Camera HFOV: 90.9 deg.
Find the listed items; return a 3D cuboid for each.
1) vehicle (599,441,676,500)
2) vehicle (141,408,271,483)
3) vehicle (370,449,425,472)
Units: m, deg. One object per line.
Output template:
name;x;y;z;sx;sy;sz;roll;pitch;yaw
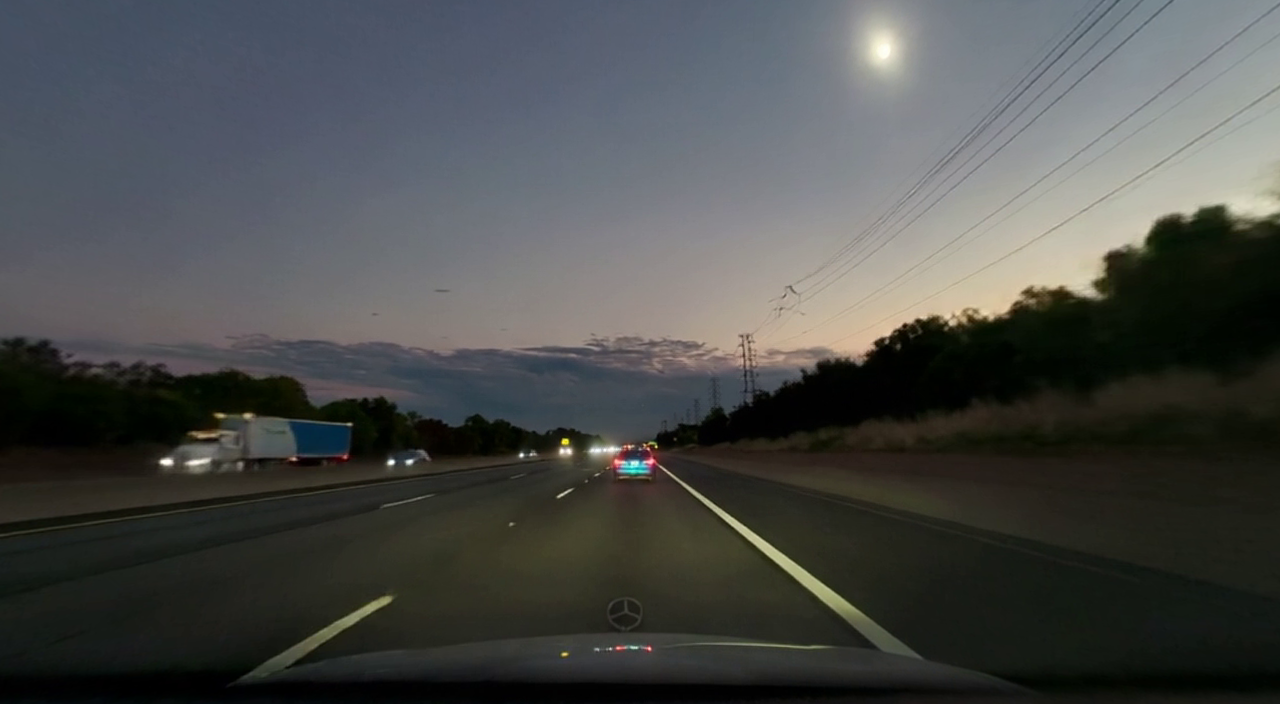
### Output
vehicle;-0.087;3.373;18.361;1.966;1.499;4.298;0;-9;-1
vehicle;-24.741;5.392;36.388;2.968;3.909;5.984;0;-9;0
vehicle;-16.290;7.290;42.533;1.974;1.485;4.249;0;-9;0
